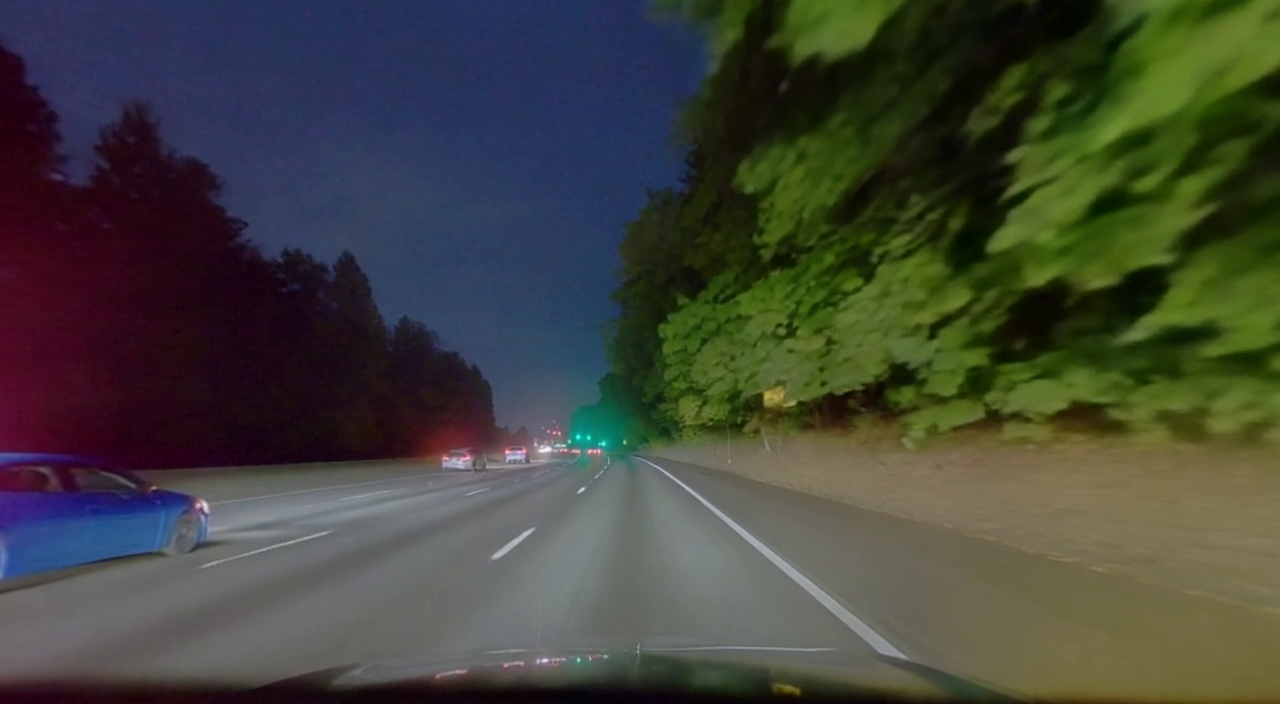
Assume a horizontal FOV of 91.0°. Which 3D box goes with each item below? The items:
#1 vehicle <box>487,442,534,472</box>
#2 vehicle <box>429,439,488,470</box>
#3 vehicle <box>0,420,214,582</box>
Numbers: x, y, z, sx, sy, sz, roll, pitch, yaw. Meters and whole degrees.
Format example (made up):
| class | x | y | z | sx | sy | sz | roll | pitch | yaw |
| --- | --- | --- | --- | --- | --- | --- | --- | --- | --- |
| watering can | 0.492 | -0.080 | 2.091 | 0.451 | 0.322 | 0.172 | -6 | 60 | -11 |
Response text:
| class | x | y | z | sx | sy | sz | roll | pitch | yaw |
| --- | --- | --- | --- | --- | --- | --- | --- | --- | --- |
| vehicle | -7.827 | 6.374 | 38.402 | 2.060 | 1.680 | 4.255 | 0 | -9 | -2 |
| vehicle | -12.071 | 6.834 | 42.275 | 2.425 | 1.926 | 5.584 | 0 | -9 | -2 |
| vehicle | -7.450 | 1.586 | 6.939 | 2.133 | 1.586 | 4.869 | 0 | -9 | -1 |
